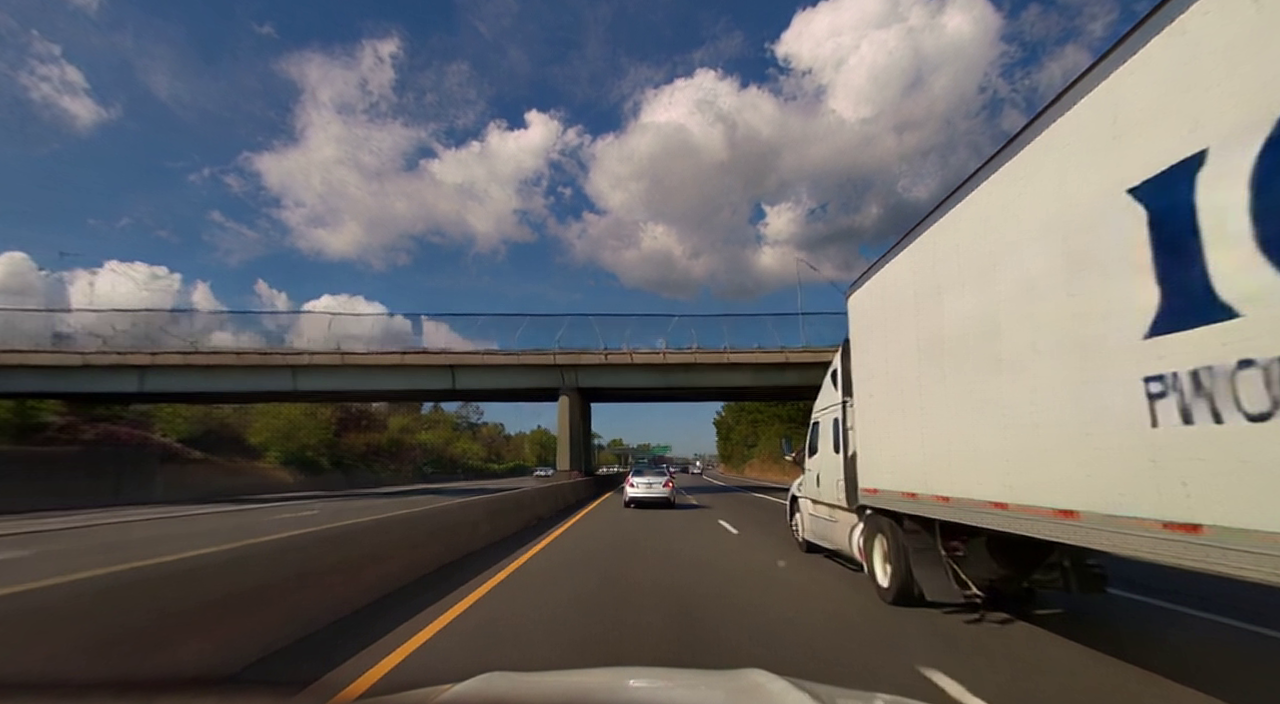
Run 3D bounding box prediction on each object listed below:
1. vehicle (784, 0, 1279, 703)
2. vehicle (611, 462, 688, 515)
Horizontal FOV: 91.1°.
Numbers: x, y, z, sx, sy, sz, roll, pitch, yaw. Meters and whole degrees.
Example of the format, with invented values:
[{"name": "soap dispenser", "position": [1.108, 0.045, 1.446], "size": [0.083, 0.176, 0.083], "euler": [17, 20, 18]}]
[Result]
[{"name": "vehicle", "position": [4.420, 0.297, 4.189], "size": [2.964, 4.188, 16.587], "euler": [1, -10, 0]}, {"name": "vehicle", "position": [0.296, 4.213, 19.686], "size": [2.156, 1.444, 3.762], "euler": [1, -10, 1]}]
